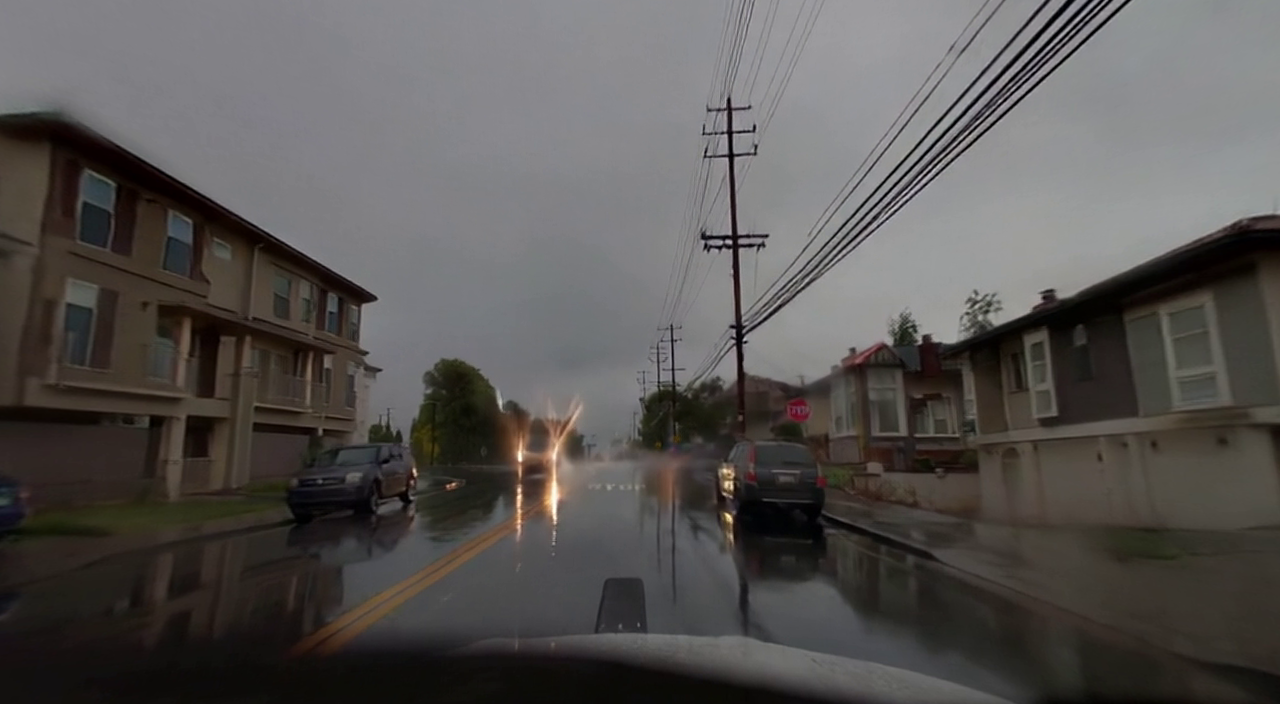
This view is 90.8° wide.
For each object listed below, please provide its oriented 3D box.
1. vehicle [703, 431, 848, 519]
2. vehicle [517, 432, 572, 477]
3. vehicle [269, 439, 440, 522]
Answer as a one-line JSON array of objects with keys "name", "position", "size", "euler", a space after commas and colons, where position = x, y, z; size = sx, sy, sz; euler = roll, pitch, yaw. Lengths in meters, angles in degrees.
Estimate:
[{"name": "vehicle", "position": [2.626, 2.514, 13.473], "size": [2.080, 1.531, 4.415], "euler": [0, -8, -1]}, {"name": "vehicle", "position": [-4.401, 4.799, 29.805], "size": [2.277, 1.970, 4.512], "euler": [1, -8, -5]}, {"name": "vehicle", "position": [-6.983, 3.129, 16.160], "size": [2.156, 1.728, 4.619], "euler": [-2, -8, 1]}]
